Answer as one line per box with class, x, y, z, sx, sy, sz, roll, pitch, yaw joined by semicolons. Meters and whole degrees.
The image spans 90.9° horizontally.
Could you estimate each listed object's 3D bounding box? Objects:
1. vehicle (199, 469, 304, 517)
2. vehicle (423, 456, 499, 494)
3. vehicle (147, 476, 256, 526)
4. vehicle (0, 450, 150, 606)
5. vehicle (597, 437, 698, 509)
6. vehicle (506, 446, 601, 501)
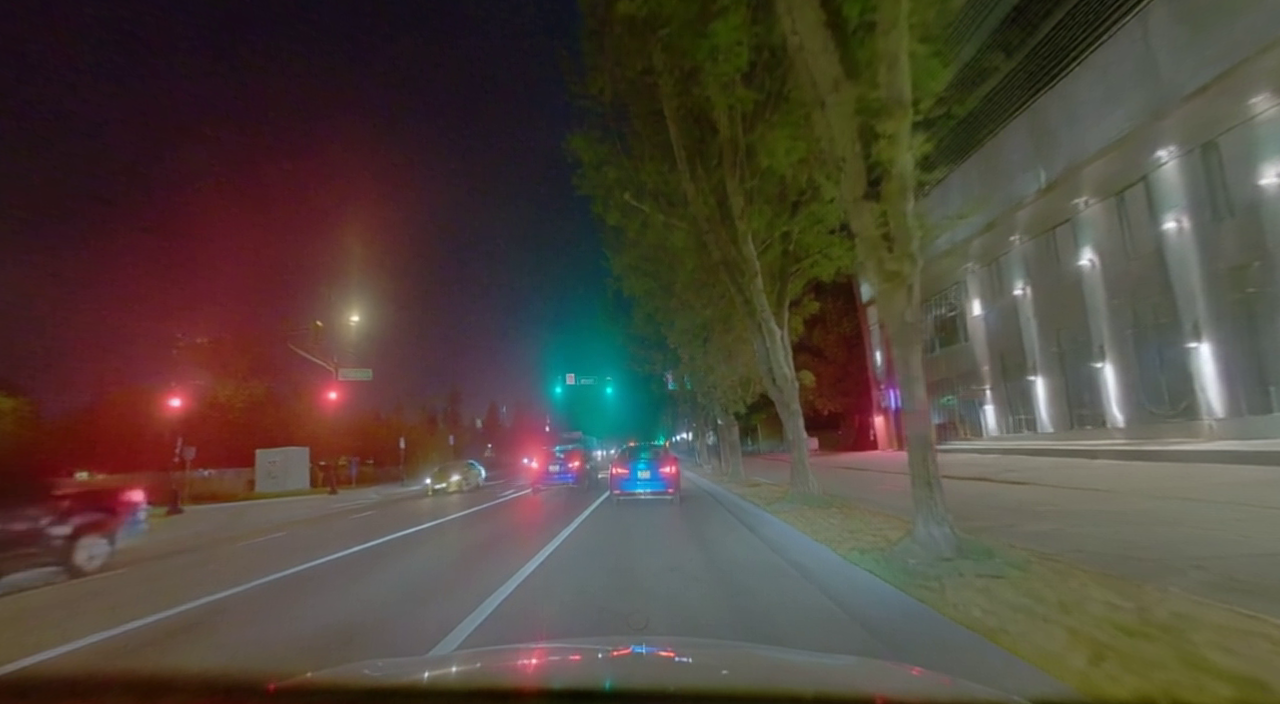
vehicle;-16.979;6.167;27.567;4.266;1.486;1.907;-13;-15;25
vehicle;-8.392;5.773;29.987;2.118;1.473;4.642;-3;-9;2
vehicle;-17.329;5.789;24.836;4.584;1.504;2.124;-7;-10;38
vehicle;-8.536;2.119;7.438;1.931;1.803;4.420;-2;-8;0
vehicle;0.179;2.807;15.087;2.094;1.478;3.922;0;-9;1
vehicle;-2.415;3.547;18.980;2.099;1.424;4.843;0;-8;1
